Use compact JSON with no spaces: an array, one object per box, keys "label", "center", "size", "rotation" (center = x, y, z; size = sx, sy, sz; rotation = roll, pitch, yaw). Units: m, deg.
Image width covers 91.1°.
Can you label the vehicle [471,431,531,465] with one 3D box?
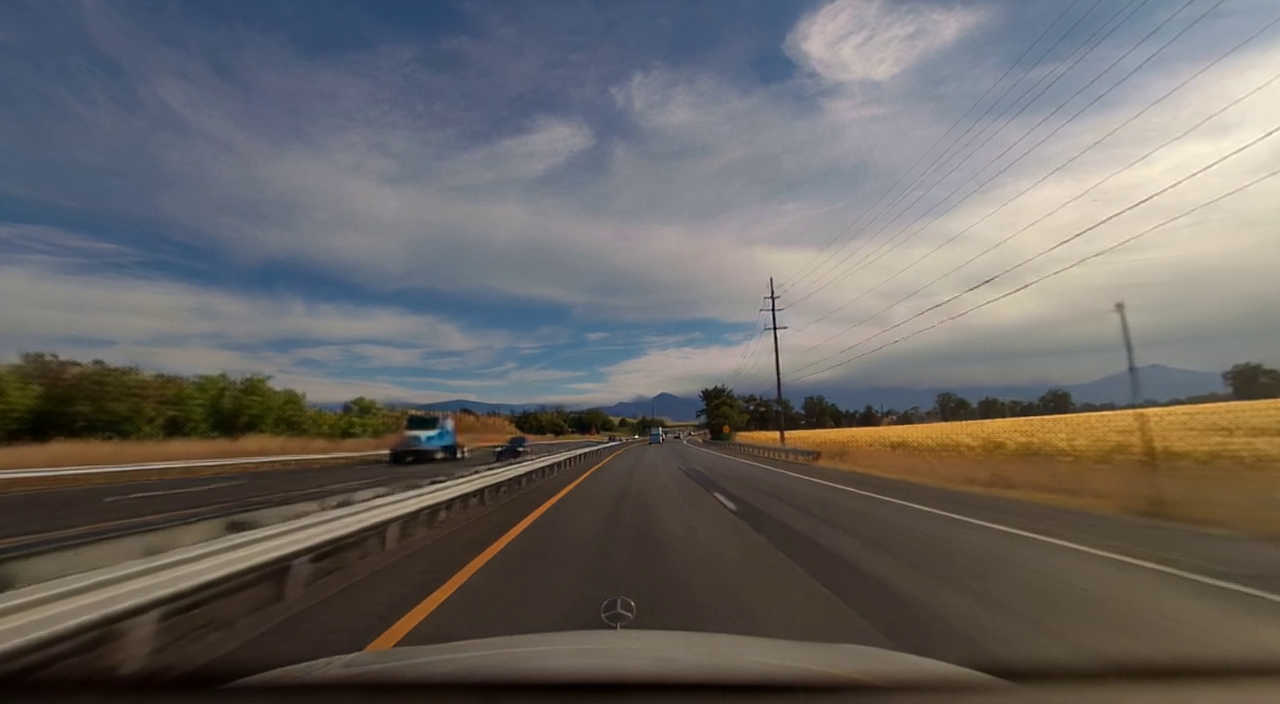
[{"label":"vehicle","center":[-7.034,4.886,32.272],"size":[2.015,1.597,4.252],"rotation":[0,-8,1]}]

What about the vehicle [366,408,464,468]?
[{"label":"vehicle","center":[-10.838,4.210,30.910],"size":[2.464,2.612,5.995],"rotation":[0,-8,1]}]
